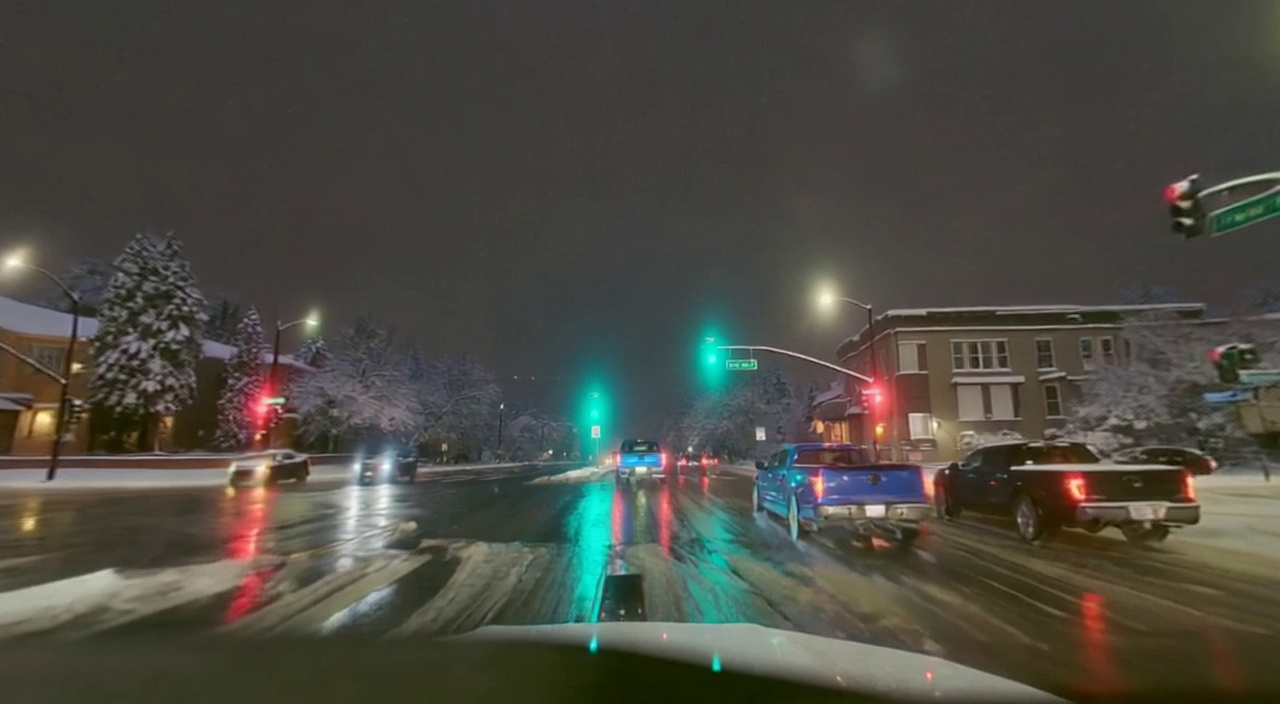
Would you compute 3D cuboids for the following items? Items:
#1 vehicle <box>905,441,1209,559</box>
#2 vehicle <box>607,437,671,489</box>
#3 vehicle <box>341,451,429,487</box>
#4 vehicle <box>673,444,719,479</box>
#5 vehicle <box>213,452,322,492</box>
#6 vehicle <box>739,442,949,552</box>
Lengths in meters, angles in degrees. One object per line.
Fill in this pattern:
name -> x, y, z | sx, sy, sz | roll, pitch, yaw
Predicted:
vehicle -> 6.277, 2.225, 10.379 | 1.855, 1.469, 4.598 | 0, -8, 0
vehicle -> -0.073, 4.419, 25.578 | 2.344, 1.883, 4.572 | 0, -8, 0
vehicle -> -11.399, 5.230, 28.617 | 1.989, 1.459, 4.667 | 0, -8, 1
vehicle -> 3.034, 5.979, 34.849 | 2.013, 1.742, 4.424 | 0, -8, -1
vehicle -> -15.532, 4.994, 26.662 | 1.915, 1.491, 4.347 | 0, -8, 0
vehicle -> 3.138, 2.307, 10.869 | 2.057, 1.463, 4.365 | 0, -8, -1
